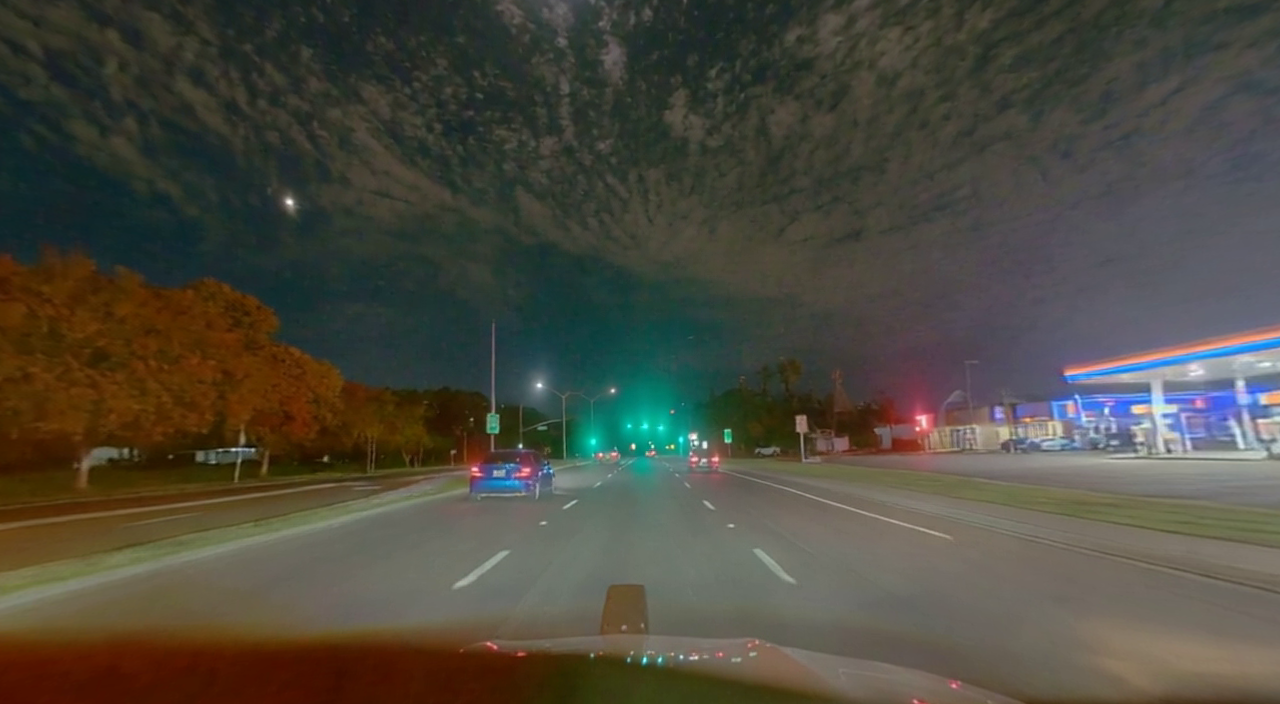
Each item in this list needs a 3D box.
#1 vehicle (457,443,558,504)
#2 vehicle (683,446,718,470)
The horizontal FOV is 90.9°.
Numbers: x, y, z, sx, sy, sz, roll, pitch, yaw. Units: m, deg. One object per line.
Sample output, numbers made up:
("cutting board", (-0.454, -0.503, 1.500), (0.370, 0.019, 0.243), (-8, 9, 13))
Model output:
("vehicle", (-3.508, 3.301, 17.603), (1.803, 1.463, 4.422), (0, -8, 1))
("vehicle", (3.913, 6.897, 41.225), (1.883, 1.465, 3.975), (0, -8, -1))
